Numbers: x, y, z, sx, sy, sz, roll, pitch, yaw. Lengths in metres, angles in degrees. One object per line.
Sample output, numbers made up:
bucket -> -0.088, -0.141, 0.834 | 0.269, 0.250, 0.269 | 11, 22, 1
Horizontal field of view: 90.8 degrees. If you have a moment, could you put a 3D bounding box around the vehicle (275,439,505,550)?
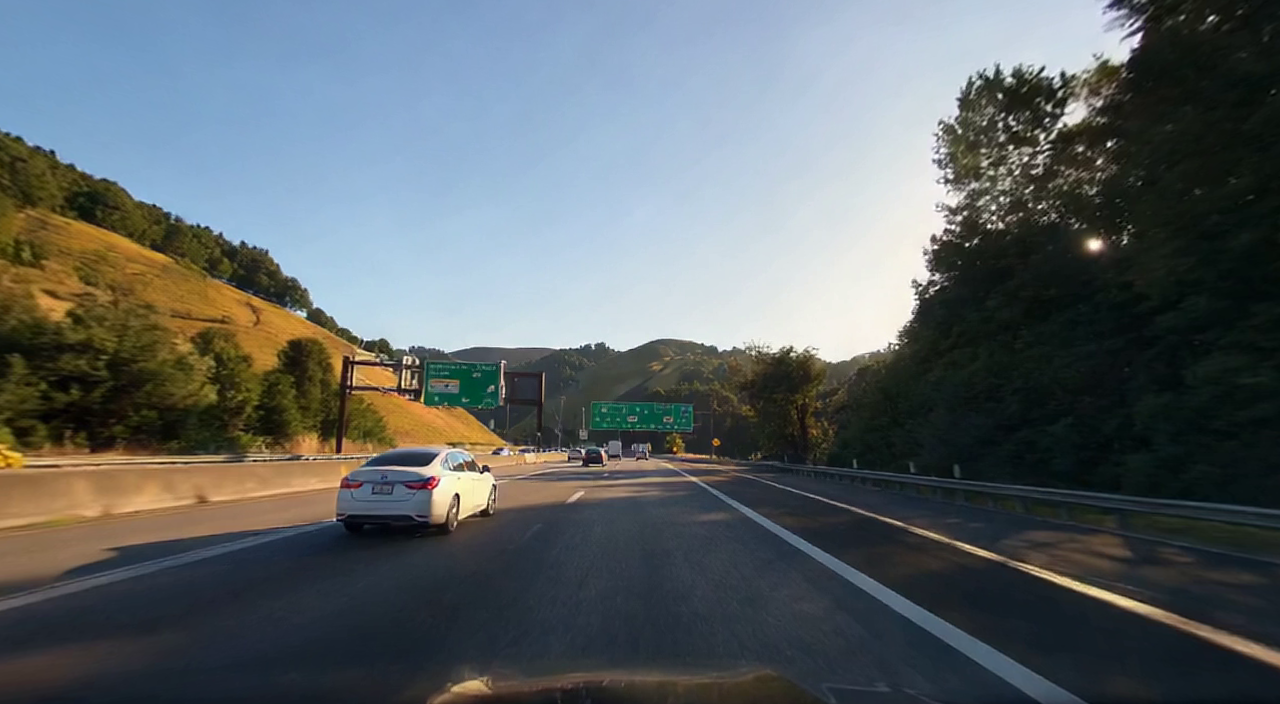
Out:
vehicle -> -3.779, 2.228, 10.596 | 1.988, 1.440, 4.504 | 0, -9, 0

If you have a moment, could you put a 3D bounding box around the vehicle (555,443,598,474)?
vehicle -> -3.666, 6.269, 37.223 | 2.073, 1.694, 4.162 | 0, -9, 1
